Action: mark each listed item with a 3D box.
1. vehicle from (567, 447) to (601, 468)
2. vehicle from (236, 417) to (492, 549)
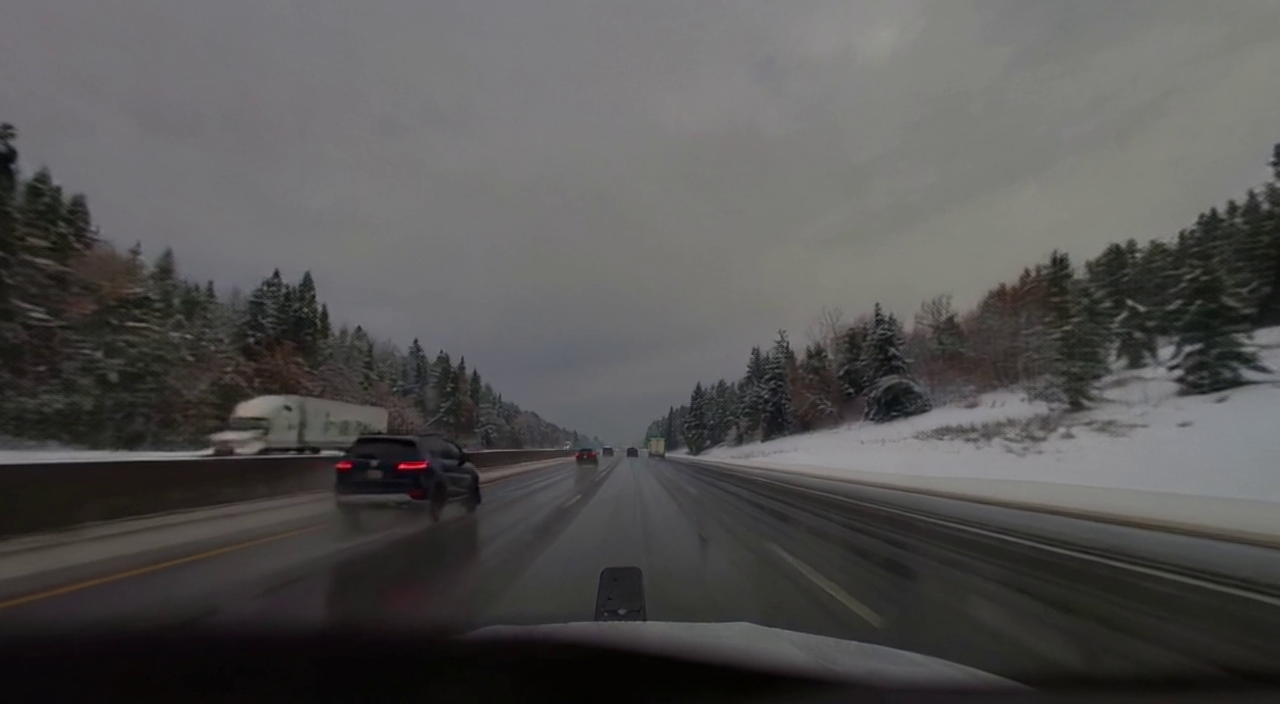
[{"bbox_3d":[-4.104,7.857,46.962,2.169,1.473,4.631,0,-9,0],"label":"vehicle"},{"bbox_3d":[-4.068,2.040,10.391,2.108,1.666,4.558,0,-9,0],"label":"vehicle"}]
